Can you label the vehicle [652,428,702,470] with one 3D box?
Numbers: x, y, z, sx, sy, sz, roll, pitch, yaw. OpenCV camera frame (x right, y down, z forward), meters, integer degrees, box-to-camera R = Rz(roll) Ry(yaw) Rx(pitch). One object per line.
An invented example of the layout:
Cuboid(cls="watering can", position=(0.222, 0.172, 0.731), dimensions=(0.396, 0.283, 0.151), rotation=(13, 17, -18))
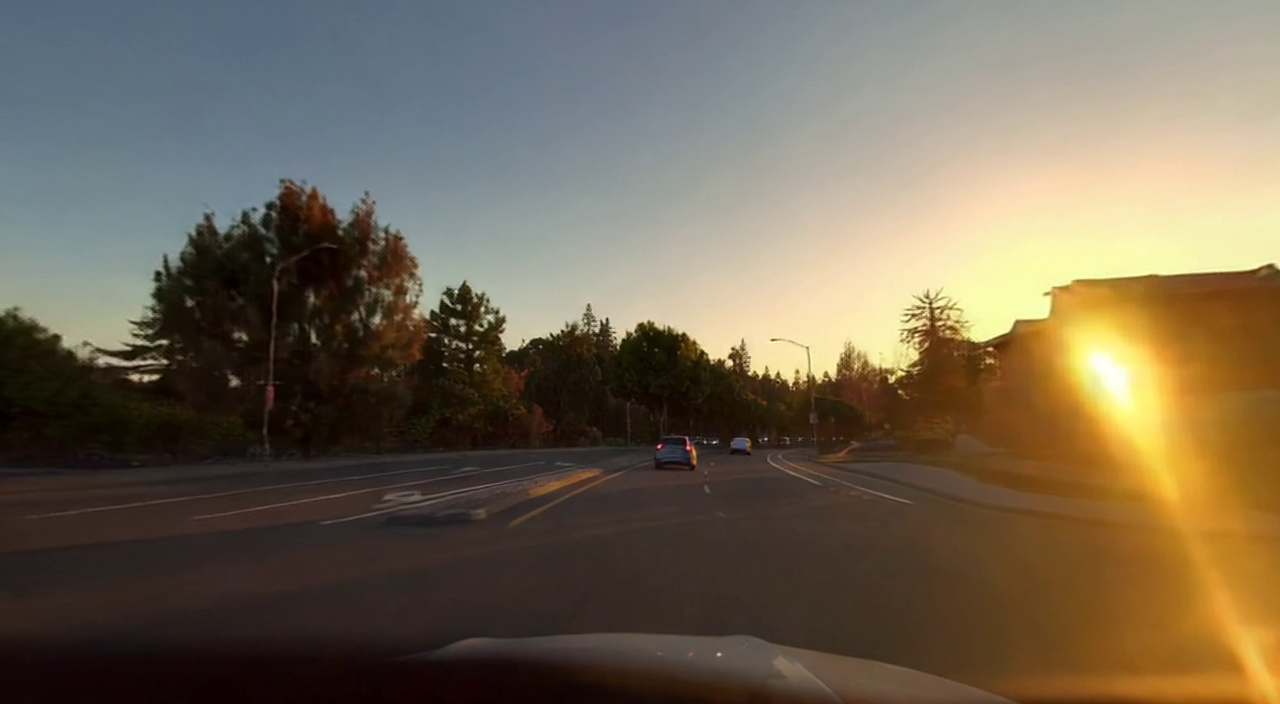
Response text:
Cuboid(cls="vehicle", position=(1.973, 4.931, 32.018), dimensions=(2.072, 2.002, 4.391), rotation=(-1, -8, 10))
